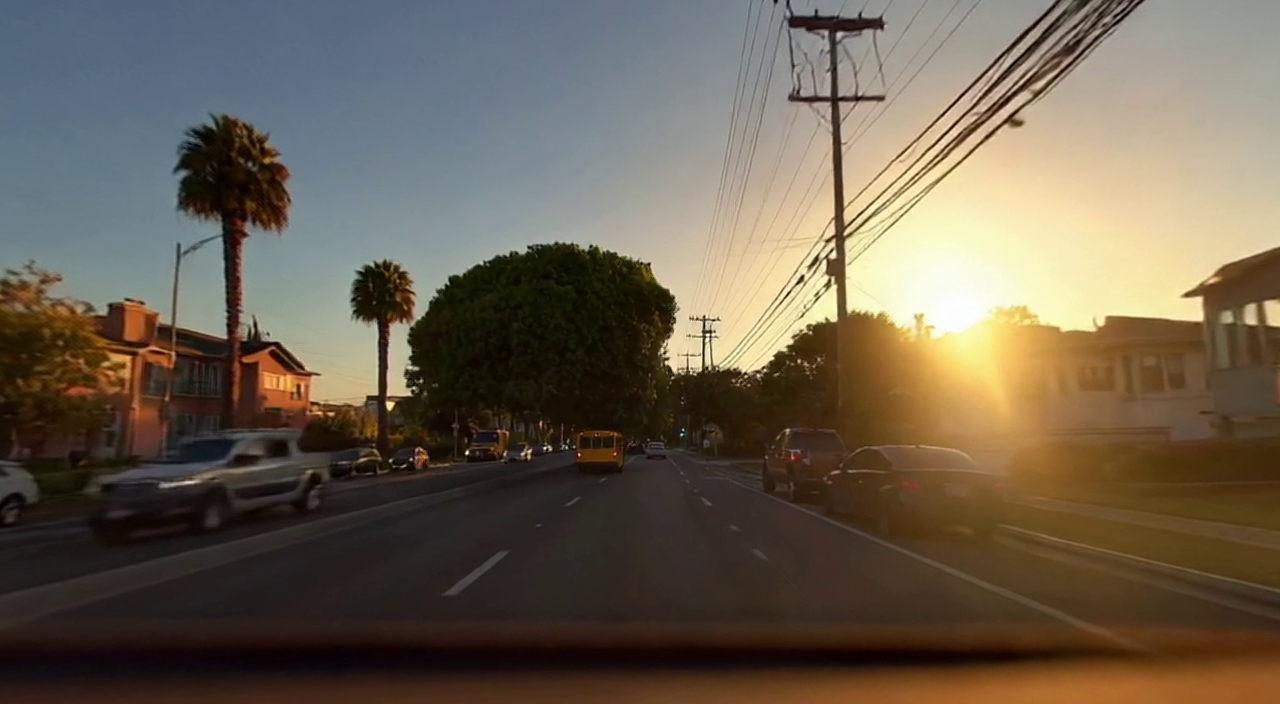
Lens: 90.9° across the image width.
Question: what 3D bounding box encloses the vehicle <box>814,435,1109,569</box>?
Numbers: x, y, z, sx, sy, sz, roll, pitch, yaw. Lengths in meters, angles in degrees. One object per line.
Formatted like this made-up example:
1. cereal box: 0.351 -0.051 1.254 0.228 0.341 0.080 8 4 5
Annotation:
1. vehicle: 4.215 1.999 9.378 1.838 1.458 4.750 0 -8 -1

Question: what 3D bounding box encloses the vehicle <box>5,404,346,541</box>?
1. vehicle: -8.586 2.296 12.743 2.653 1.964 5.699 -3 -8 -1

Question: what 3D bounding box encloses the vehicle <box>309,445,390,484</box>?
1. vehicle: -15.291 5.904 33.495 1.993 1.639 5.065 -6 -8 -1

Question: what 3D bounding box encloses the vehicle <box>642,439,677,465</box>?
1. vehicle: 1.175 6.141 38.956 2.063 1.495 3.849 0 -8 2

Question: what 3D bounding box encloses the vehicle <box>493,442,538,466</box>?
1. vehicle: -8.509 6.952 43.352 2.096 1.552 4.714 0 -8 0

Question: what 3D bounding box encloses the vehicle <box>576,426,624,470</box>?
1. vehicle: -1.937 4.844 31.972 2.168 2.040 4.527 0 -8 -1

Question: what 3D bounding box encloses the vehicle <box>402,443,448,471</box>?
1. vehicle: -15.280 7.458 44.986 1.888 1.766 4.127 -5 -8 -1
